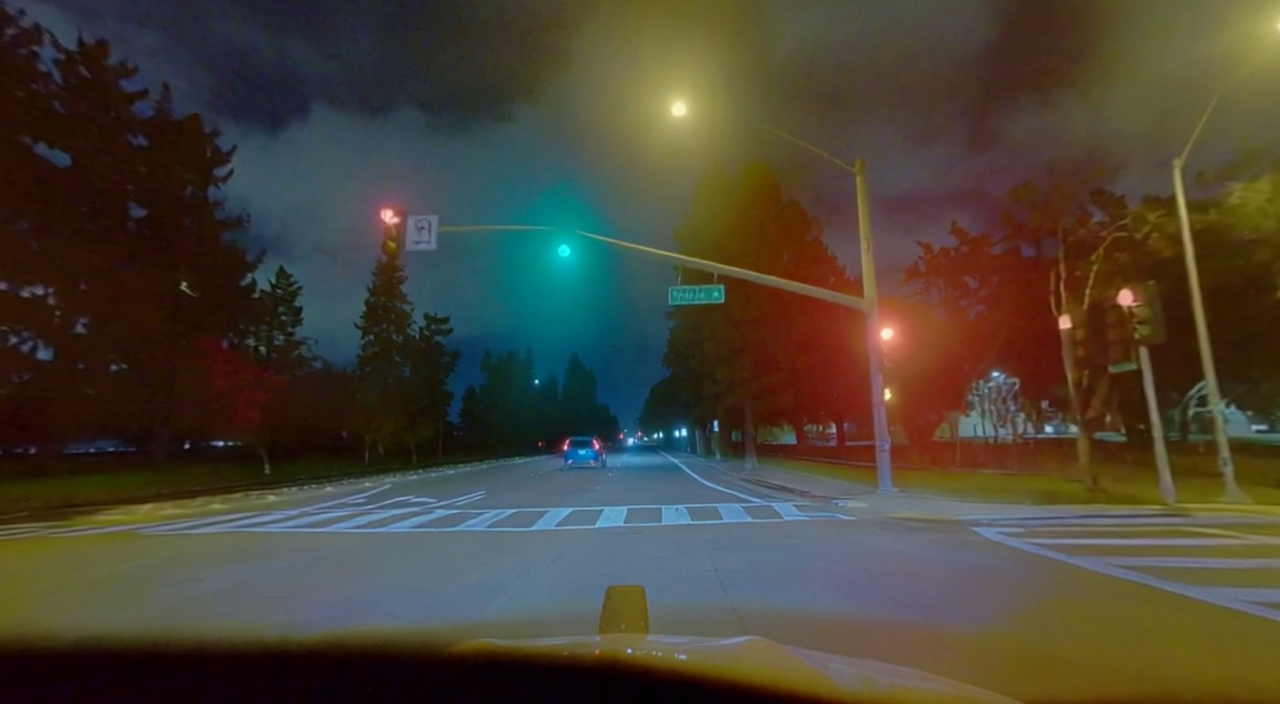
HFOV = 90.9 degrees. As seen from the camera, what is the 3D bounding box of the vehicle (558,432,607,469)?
[{"bbox_3d":[-2.942,5.146,33.108,2.123,1.799,4.425,0,-8,1],"label":"vehicle"}]
